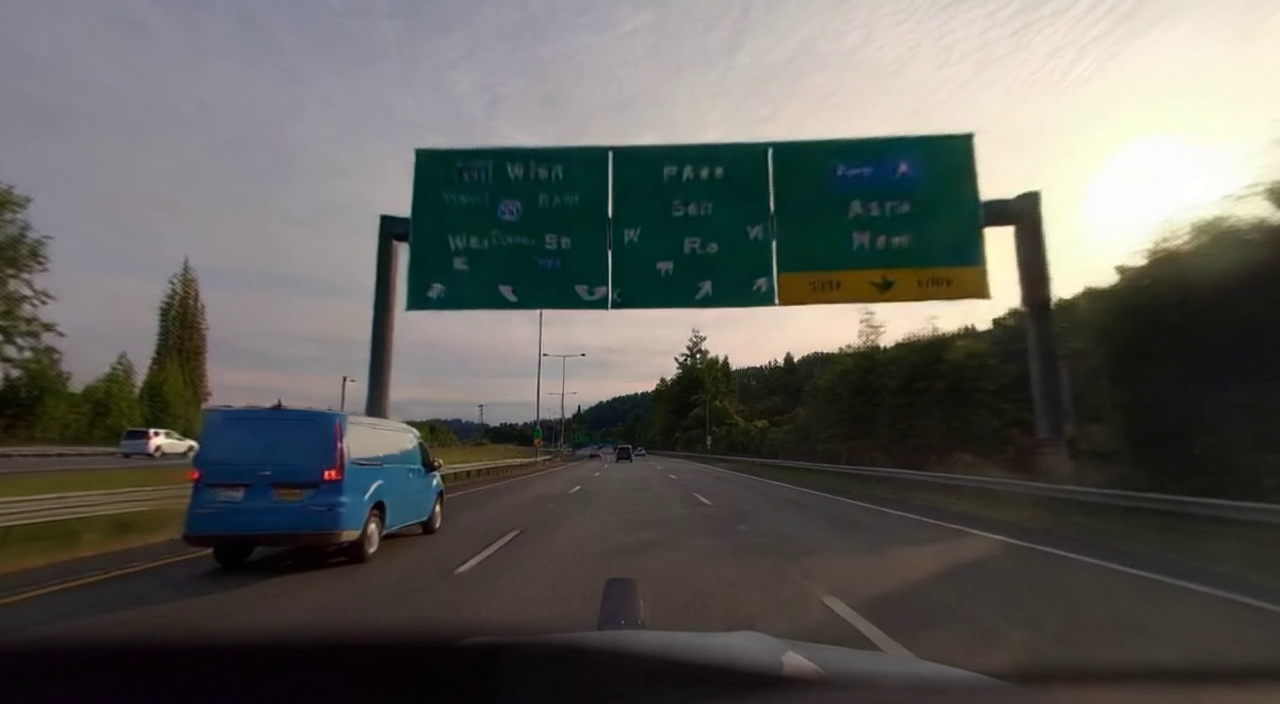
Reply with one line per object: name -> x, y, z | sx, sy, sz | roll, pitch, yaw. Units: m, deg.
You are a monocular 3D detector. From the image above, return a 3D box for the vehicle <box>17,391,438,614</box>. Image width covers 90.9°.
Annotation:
vehicle -> -4.065, 1.554, 7.385 | 1.971, 1.795, 4.389 | 0, -9, -1
